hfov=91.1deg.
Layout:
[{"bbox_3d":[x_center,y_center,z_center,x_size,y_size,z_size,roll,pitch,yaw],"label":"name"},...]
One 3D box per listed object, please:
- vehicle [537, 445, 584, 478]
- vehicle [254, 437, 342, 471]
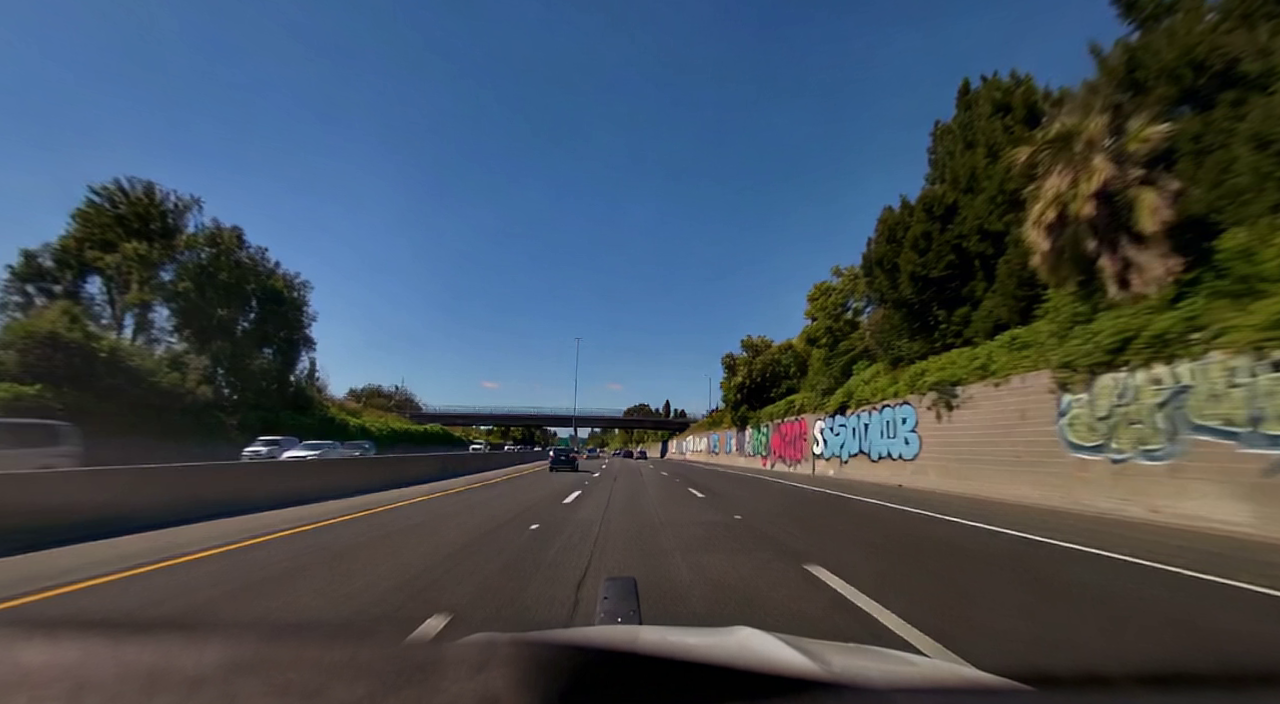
[{"bbox_3d":[-3.817,5.315,30.745,1.871,1.459,3.771,0,-9,-1],"label":"vehicle"},{"bbox_3d":[-16.123,4.823,29.915,1.838,1.468,4.319,0,-9,-1],"label":"vehicle"}]
